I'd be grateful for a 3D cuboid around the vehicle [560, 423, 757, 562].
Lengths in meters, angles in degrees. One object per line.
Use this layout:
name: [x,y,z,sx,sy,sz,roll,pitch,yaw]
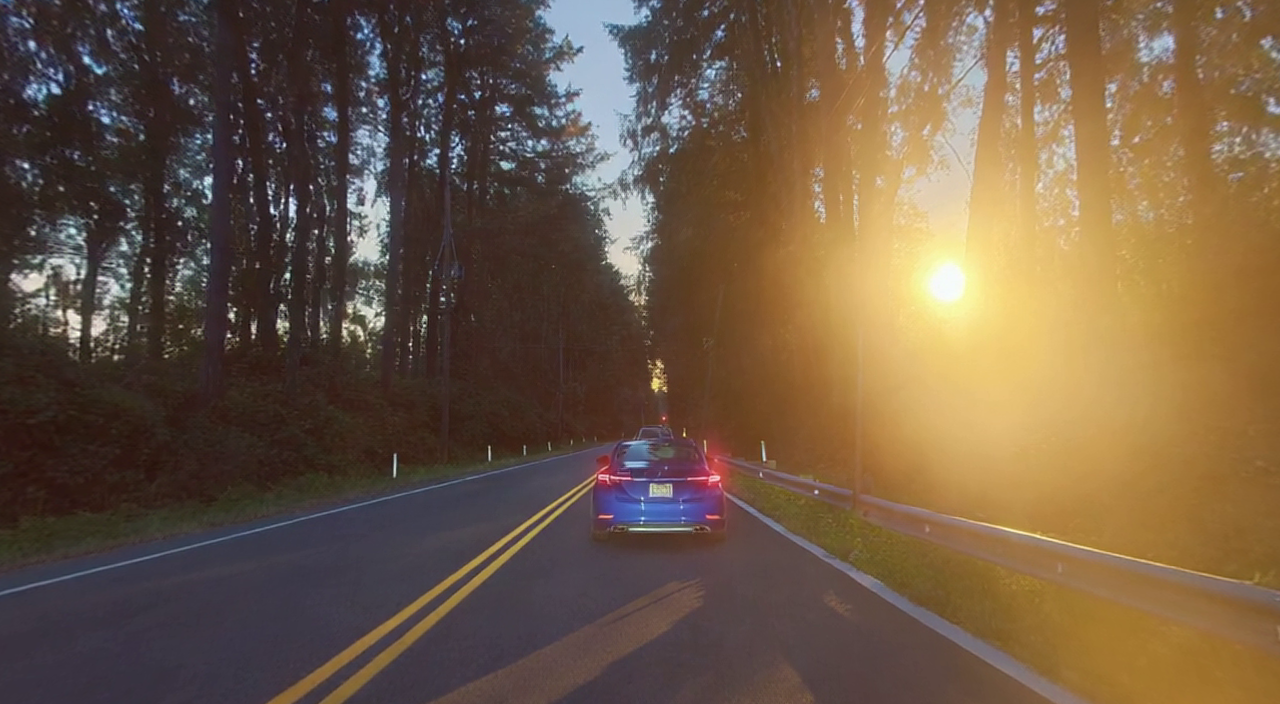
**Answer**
vehicle: [0.239,1.855,8.969,2.187,1.533,3.726,0,-8,1]
